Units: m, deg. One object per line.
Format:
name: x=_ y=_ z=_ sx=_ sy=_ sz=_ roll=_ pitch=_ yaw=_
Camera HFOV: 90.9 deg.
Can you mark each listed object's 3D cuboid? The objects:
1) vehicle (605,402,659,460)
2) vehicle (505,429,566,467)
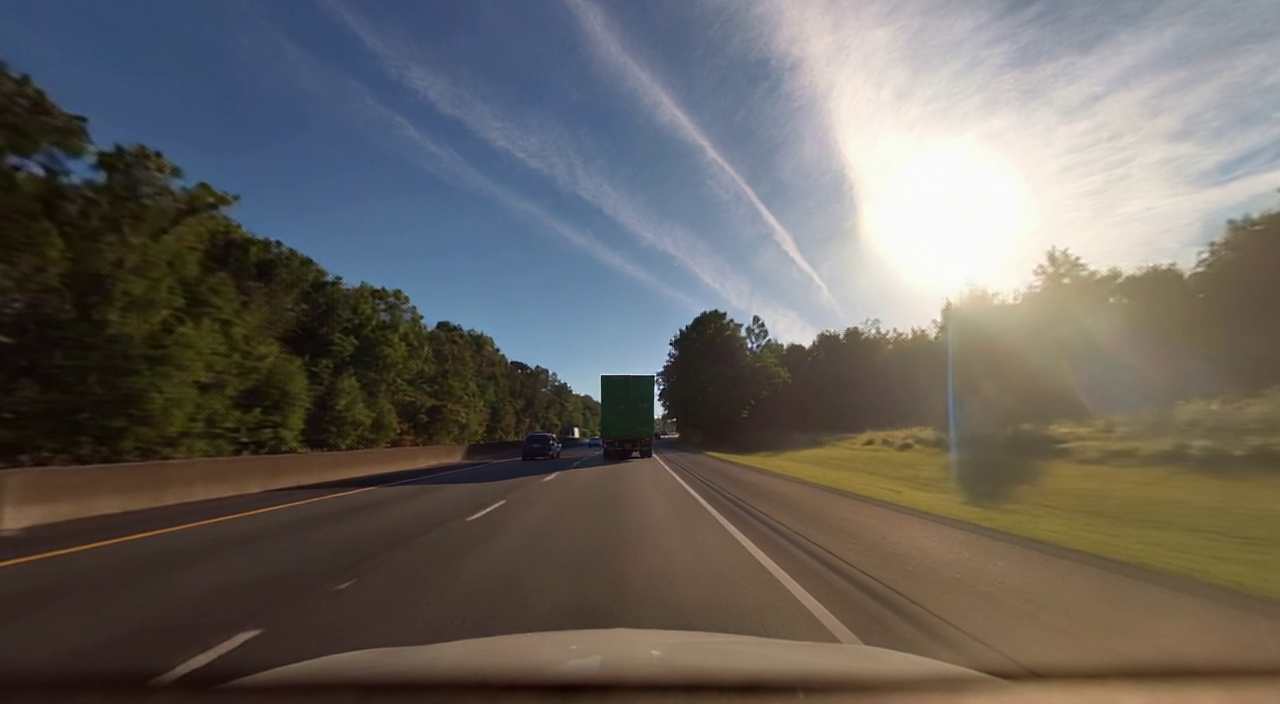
vehicle: x=-0.362 y=3.492 z=27.892 sx=2.319 sy=2.461 sz=1.270 roll=0 pitch=-8 yaw=-2
vehicle: x=-4.890 y=4.570 z=30.221 sx=2.138 sy=1.697 sz=4.587 roll=0 pitch=-8 yaw=0
